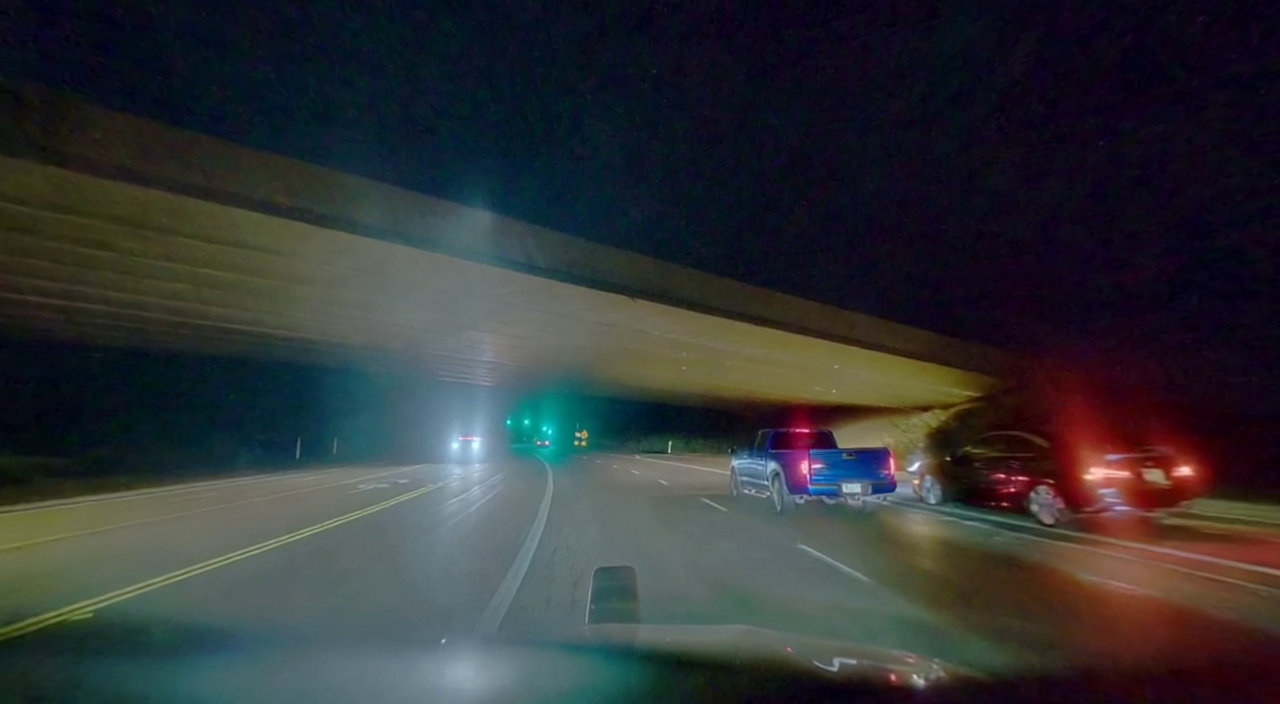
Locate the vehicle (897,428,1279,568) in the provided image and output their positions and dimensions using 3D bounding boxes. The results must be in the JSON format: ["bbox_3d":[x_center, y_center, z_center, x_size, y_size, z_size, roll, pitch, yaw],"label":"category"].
[{"bbox_3d":[6.097,1.961,9.424,2.012,1.521,4.663,1,-8,-8],"label":"vehicle"}]
